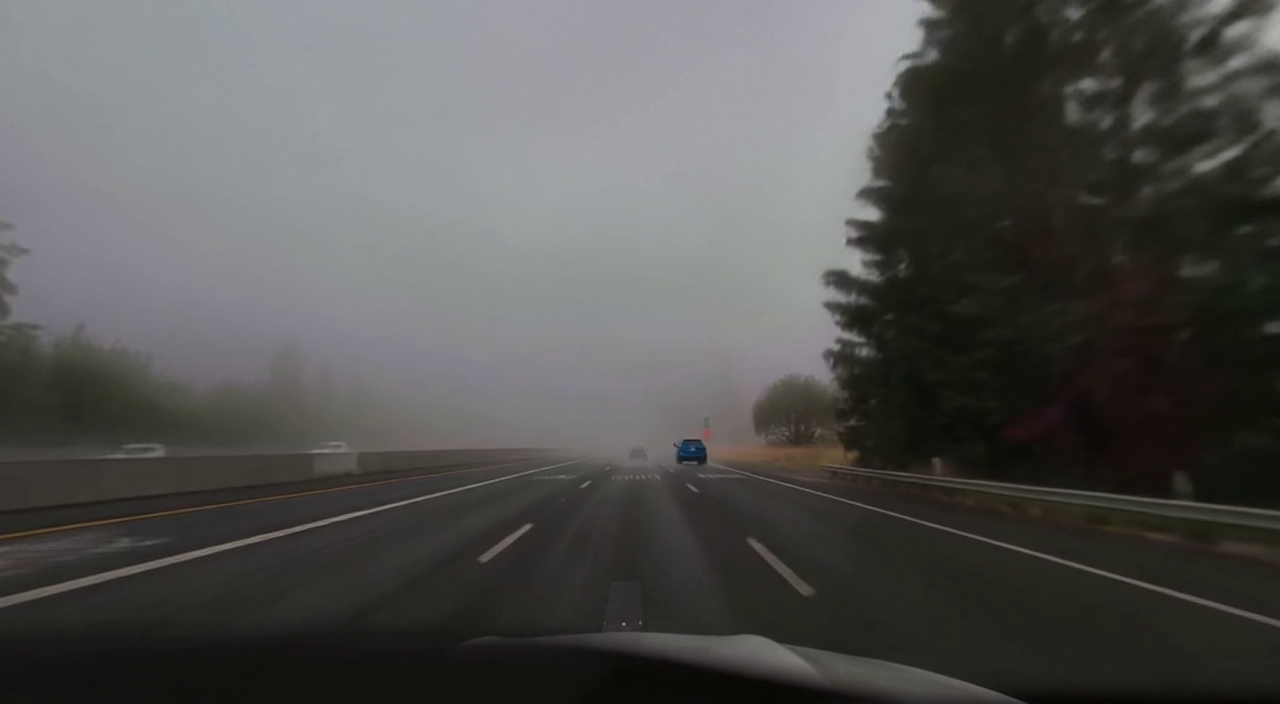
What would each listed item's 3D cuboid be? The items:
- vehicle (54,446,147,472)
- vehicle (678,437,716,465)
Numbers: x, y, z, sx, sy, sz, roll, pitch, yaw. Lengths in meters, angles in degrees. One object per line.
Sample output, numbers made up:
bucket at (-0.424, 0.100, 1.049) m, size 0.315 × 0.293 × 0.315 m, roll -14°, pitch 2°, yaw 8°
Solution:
vehicle at (-33.035, 6.528, 38.801) m, size 1.864 × 1.460 × 4.330 m, roll 0°, pitch -8°, yaw 0°
vehicle at (4.115, 7.202, 46.141) m, size 2.172 × 1.930 × 4.879 m, roll 0°, pitch -8°, yaw -2°
